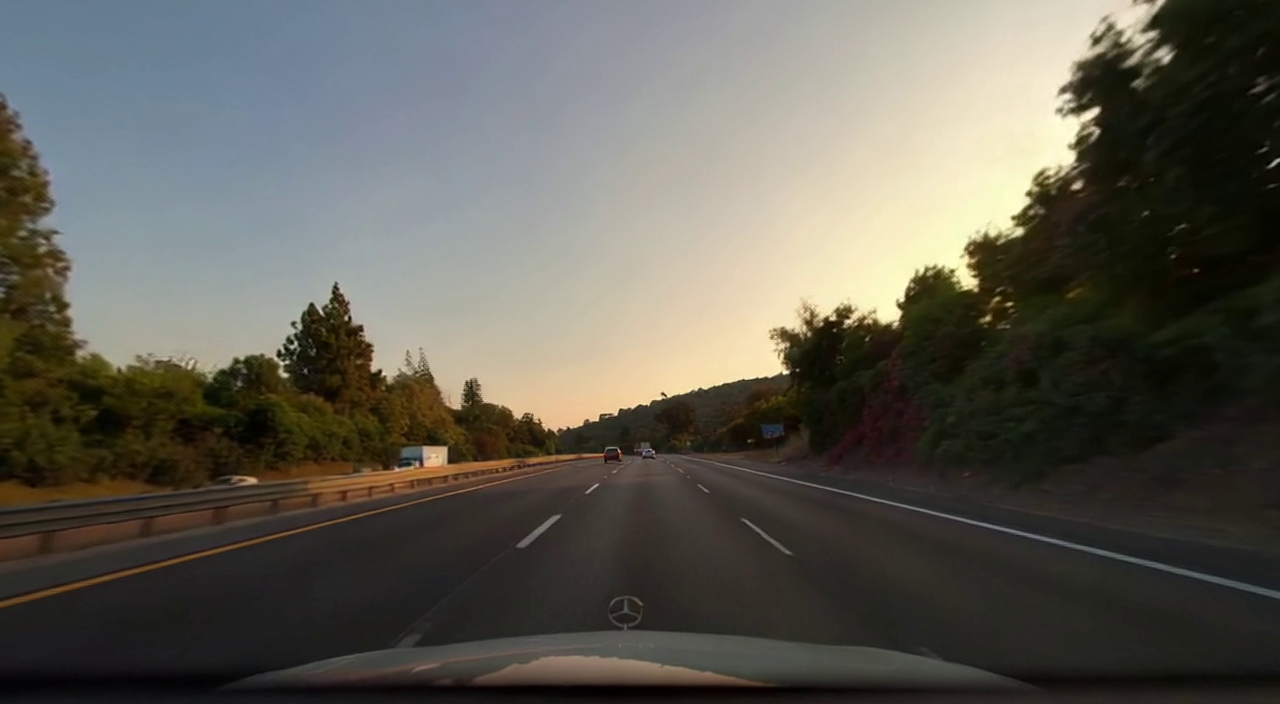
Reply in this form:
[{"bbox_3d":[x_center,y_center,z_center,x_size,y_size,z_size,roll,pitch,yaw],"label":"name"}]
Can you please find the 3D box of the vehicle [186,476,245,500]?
[{"bbox_3d":[-28.163,9.003,41.910,1.480,1.344,3.328,0,-8,2],"label":"vehicle"}]
